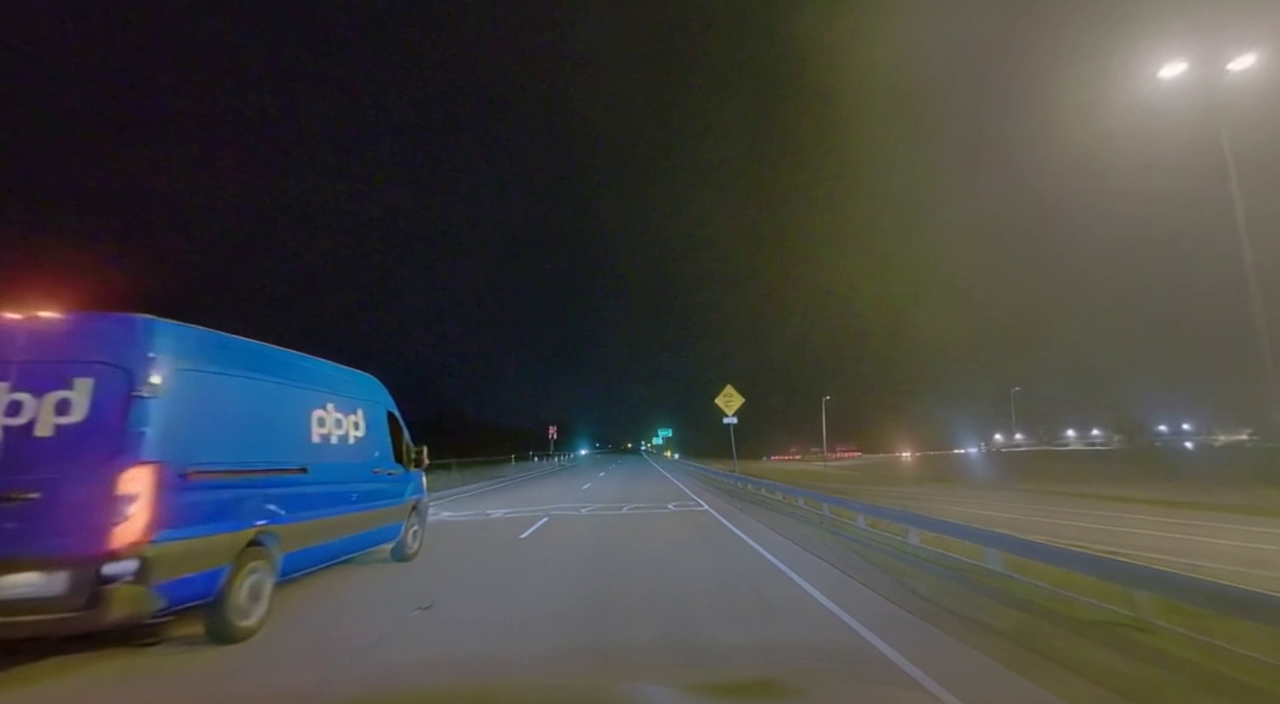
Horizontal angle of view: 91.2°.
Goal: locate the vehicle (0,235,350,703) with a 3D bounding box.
[{"bbox_3d":[-5.103,1.129,6.708,2.463,2.640,7.034,2,-9,-16],"label":"vehicle"}]
